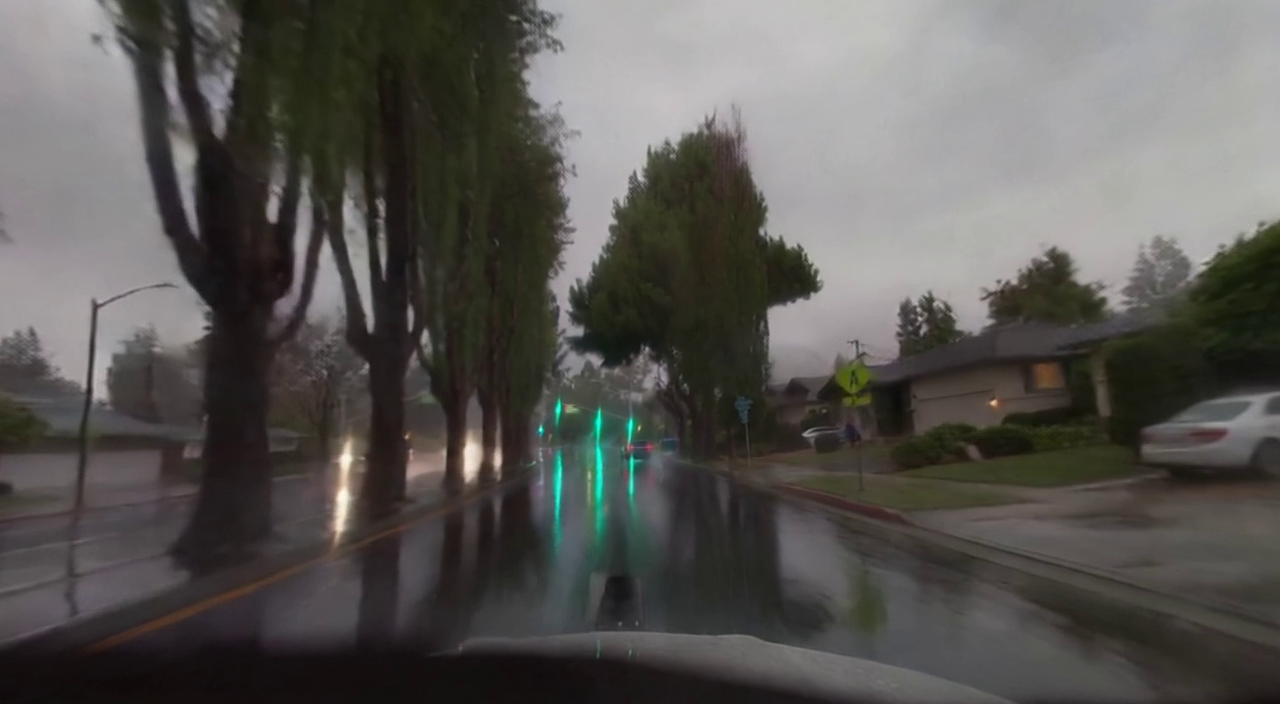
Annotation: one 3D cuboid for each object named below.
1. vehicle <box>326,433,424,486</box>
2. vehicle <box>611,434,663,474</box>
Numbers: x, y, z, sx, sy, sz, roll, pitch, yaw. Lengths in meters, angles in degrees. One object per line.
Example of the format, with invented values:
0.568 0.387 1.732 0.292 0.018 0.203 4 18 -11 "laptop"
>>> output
-11.345 4.635 27.584 2.334 2.022 5.653 0 -9 -6 "vehicle"
-0.208 4.768 29.717 1.990 1.707 4.225 0 -9 -6 "vehicle"
